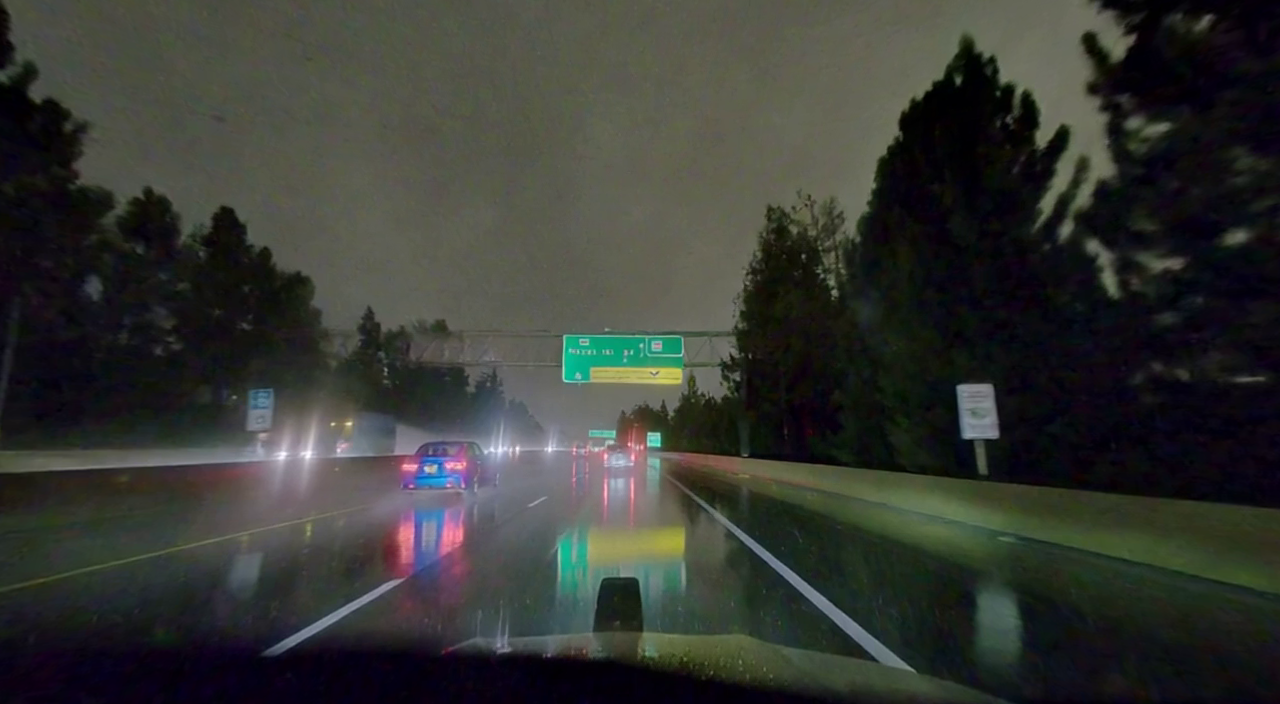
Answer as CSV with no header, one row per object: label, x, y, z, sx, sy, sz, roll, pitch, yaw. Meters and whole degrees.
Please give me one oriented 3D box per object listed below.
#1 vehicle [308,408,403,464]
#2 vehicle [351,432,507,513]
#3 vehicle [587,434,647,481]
vehicle,-18.973,5.787,42.513,2.771,3.371,8.087,0,-9,-1
vehicle,-4.749,2.788,15.002,2.103,1.588,4.709,-1,-9,0
vehicle,-0.907,4.276,25.506,2.220,1.711,4.056,0,-9,-1
